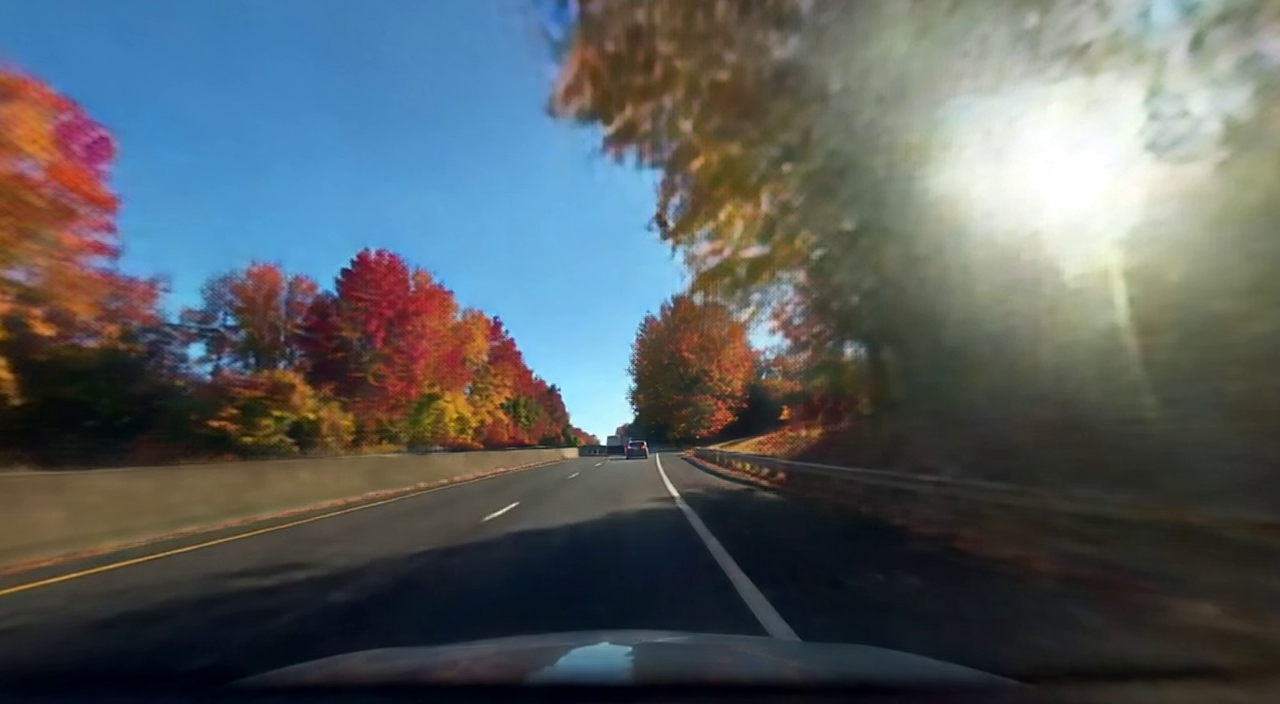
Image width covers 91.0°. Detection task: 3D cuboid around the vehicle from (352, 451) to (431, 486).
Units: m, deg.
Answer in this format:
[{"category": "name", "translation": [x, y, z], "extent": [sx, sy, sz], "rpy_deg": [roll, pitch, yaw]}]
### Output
[{"category": "vehicle", "translation": [-11.312, 5.312, 28.971], "extent": [1.907, 1.419, 4.111], "rpy_deg": [-1, -8, 1]}]
